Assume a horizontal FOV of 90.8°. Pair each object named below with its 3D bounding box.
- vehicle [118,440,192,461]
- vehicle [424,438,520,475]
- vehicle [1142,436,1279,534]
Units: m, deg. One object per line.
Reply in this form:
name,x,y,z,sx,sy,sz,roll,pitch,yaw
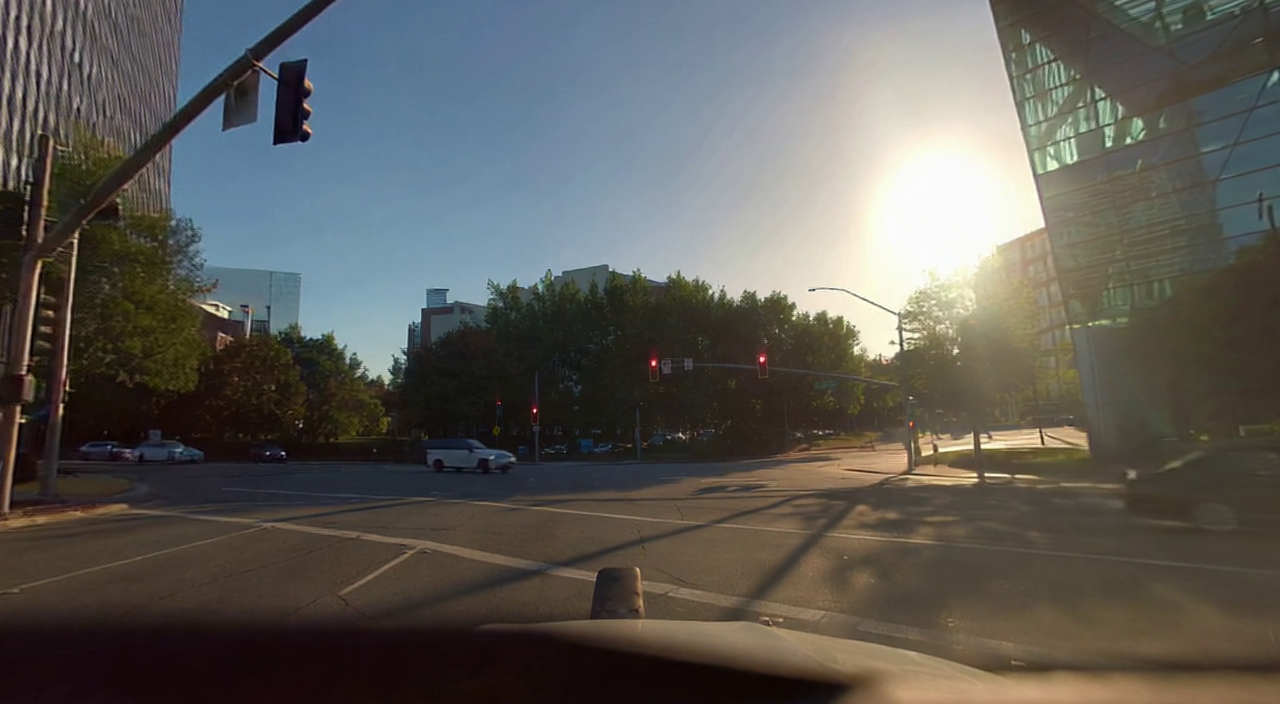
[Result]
vehicle,-36.123,7.307,47.011,5.408,1.505,2.091,-5,-10,27
vehicle,-7.538,4.652,28.222,4.110,1.511,1.883,-6,-10,35
vehicle,10.932,2.044,9.805,4.798,1.461,1.939,-7,-11,37
